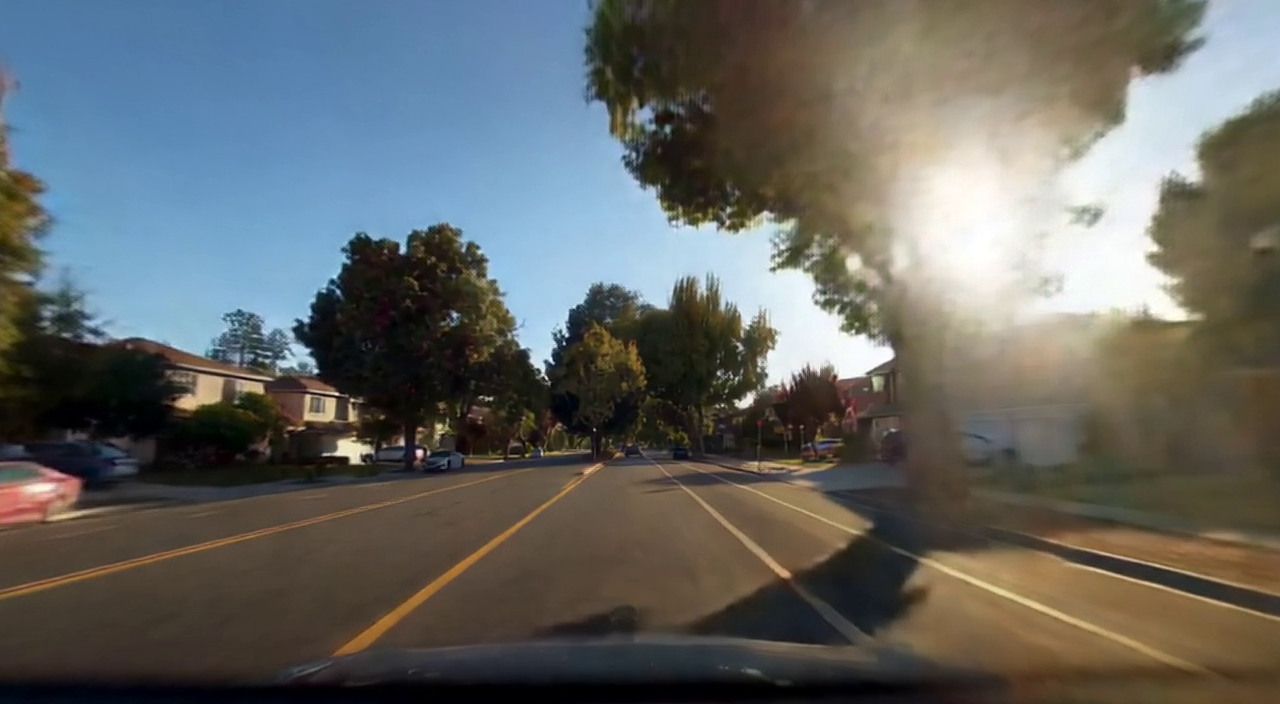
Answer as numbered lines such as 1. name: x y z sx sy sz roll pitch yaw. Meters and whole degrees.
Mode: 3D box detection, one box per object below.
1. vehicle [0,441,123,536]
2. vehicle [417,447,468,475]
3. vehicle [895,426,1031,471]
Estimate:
1. vehicle: -12.642 2.546 11.880 2.110 1.709 4.426 0 -8 -1
2. vehicle: -12.826 7.069 41.252 1.936 1.504 4.456 -2 -7 -1
3. vehicle: 13.602 4.094 26.817 4.629 1.770 1.959 0 -8 0
